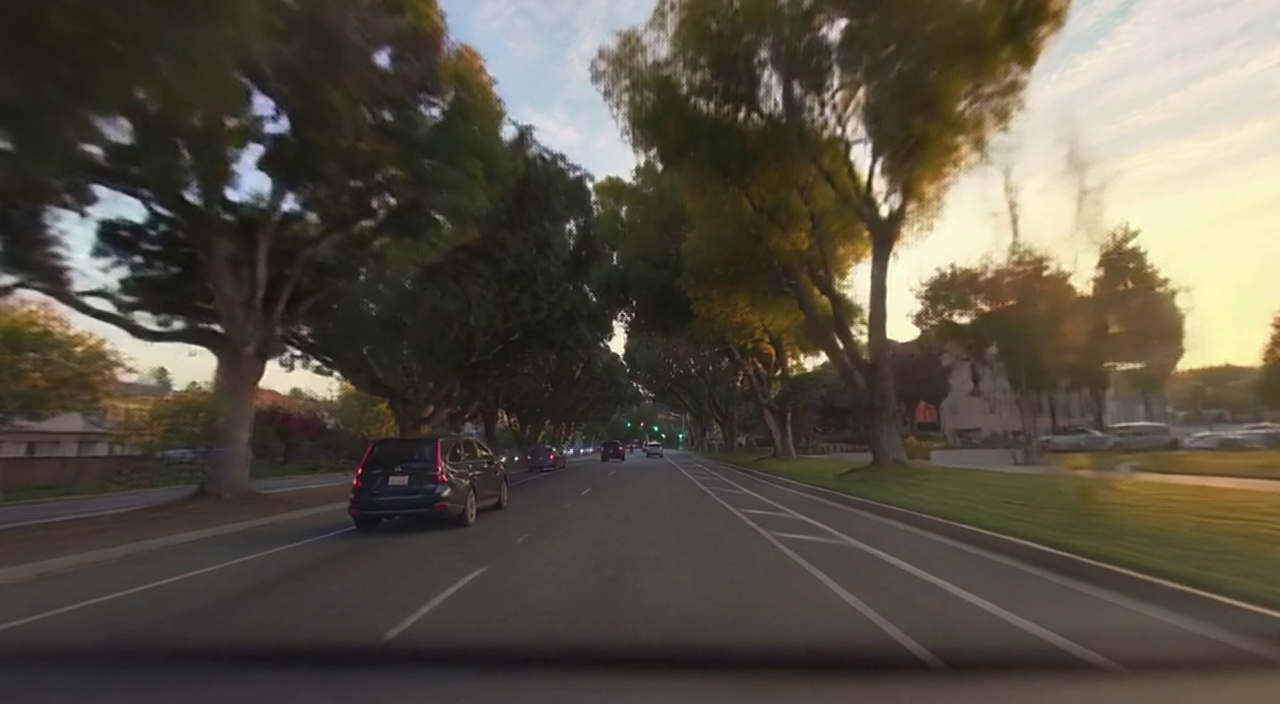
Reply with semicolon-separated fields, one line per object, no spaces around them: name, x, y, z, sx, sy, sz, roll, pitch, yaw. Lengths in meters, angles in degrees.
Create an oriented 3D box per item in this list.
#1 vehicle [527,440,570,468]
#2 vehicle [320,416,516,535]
vehicle;-5.874;6.619;41.059;1.985;1.708;4.310;-1;-8;2
vehicle;-3.792;2.179;11.772;2.123;1.761;4.322;-1;-8;-1
